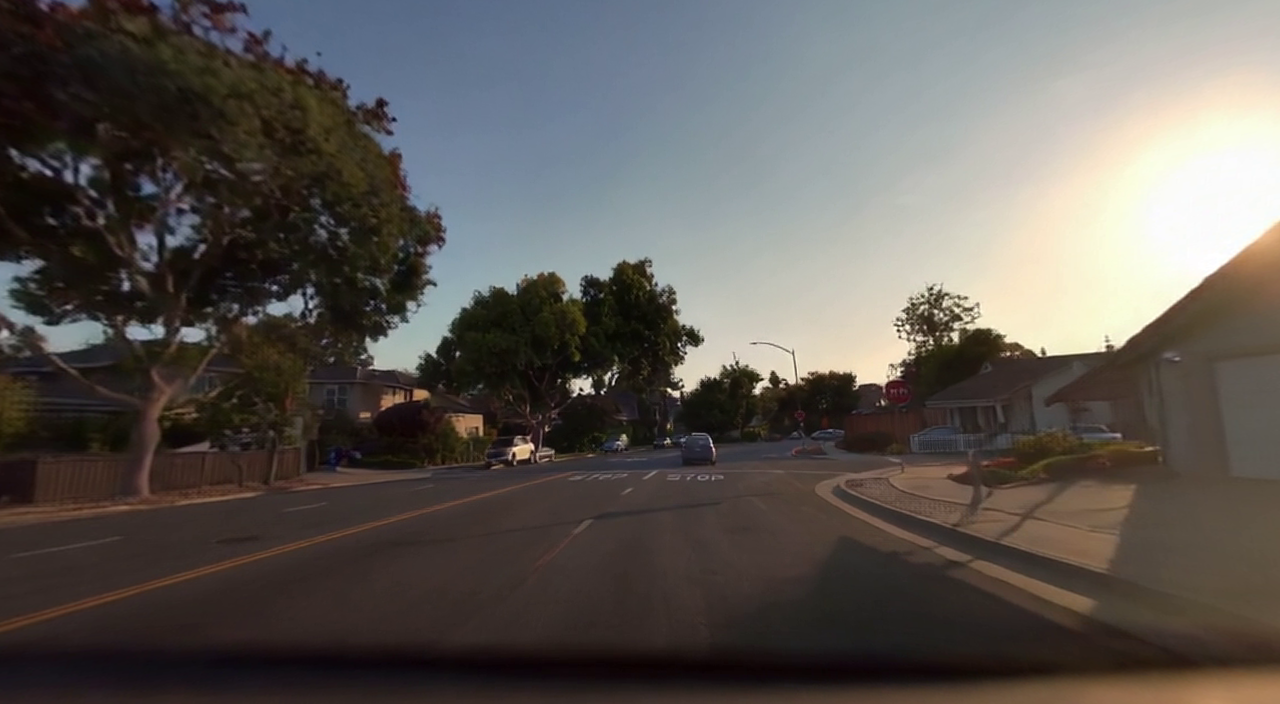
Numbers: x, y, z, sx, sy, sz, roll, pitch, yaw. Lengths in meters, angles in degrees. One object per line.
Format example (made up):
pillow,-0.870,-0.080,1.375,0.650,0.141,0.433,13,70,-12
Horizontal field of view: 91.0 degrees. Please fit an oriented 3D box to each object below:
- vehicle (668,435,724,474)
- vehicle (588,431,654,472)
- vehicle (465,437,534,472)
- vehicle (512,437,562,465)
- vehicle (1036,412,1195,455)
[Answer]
vehicle,2.381,4.191,25.873,1.955,1.459,4.383,-1,-9,9
vehicle,-0.745,4.485,28.452,2.178,1.695,4.339,-2,-9,10
vehicle,-9.081,6.672,41.351,2.191,1.980,5.888,-5,-9,11
vehicle,-7.615,7.409,47.035,2.076,1.864,4.730,-4,-9,11
vehicle,20.598,3.614,27.527,4.989,1.564,2.007,-4,-13,15
